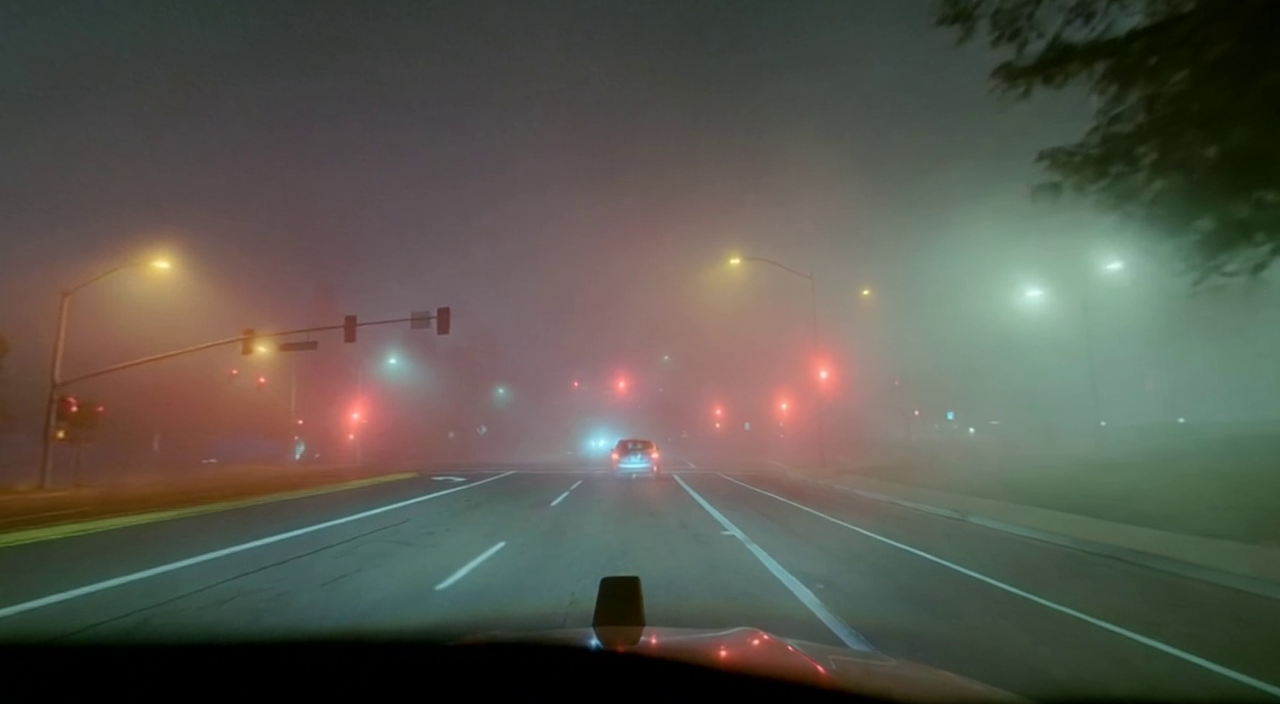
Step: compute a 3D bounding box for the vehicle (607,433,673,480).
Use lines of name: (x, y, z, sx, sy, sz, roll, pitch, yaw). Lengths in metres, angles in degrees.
vehicle: (-0.050, 3.644, 22.246, 2.107, 1.470, 3.974, 0, -9, -1)
